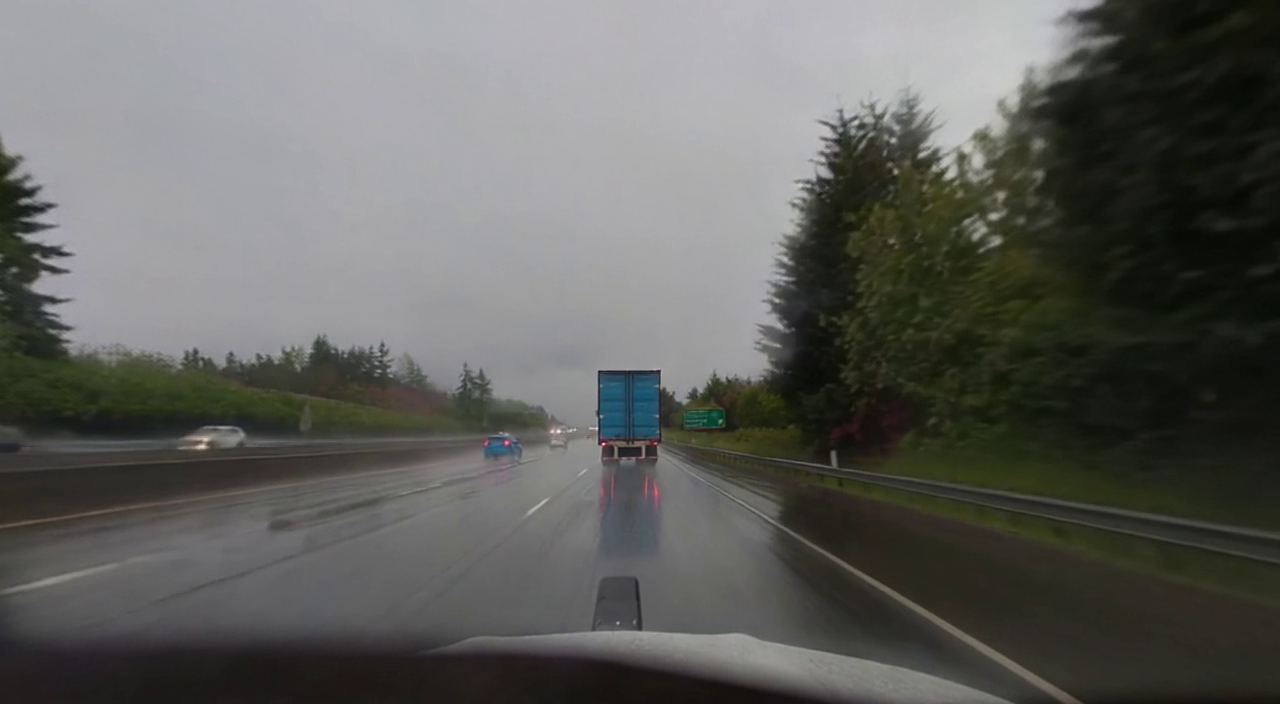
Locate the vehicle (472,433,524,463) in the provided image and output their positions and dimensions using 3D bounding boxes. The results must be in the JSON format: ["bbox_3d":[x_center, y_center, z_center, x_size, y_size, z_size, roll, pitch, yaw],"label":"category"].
[{"bbox_3d":[-7.300,4.950,32.619,1.856,1.479,3.710,0,-8,0],"label":"vehicle"}]

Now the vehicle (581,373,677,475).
[{"bbox_3d":[-0.488,3.352,28.325,3.033,3.223,14.836,4,-8,-1],"label":"vehicle"}]
